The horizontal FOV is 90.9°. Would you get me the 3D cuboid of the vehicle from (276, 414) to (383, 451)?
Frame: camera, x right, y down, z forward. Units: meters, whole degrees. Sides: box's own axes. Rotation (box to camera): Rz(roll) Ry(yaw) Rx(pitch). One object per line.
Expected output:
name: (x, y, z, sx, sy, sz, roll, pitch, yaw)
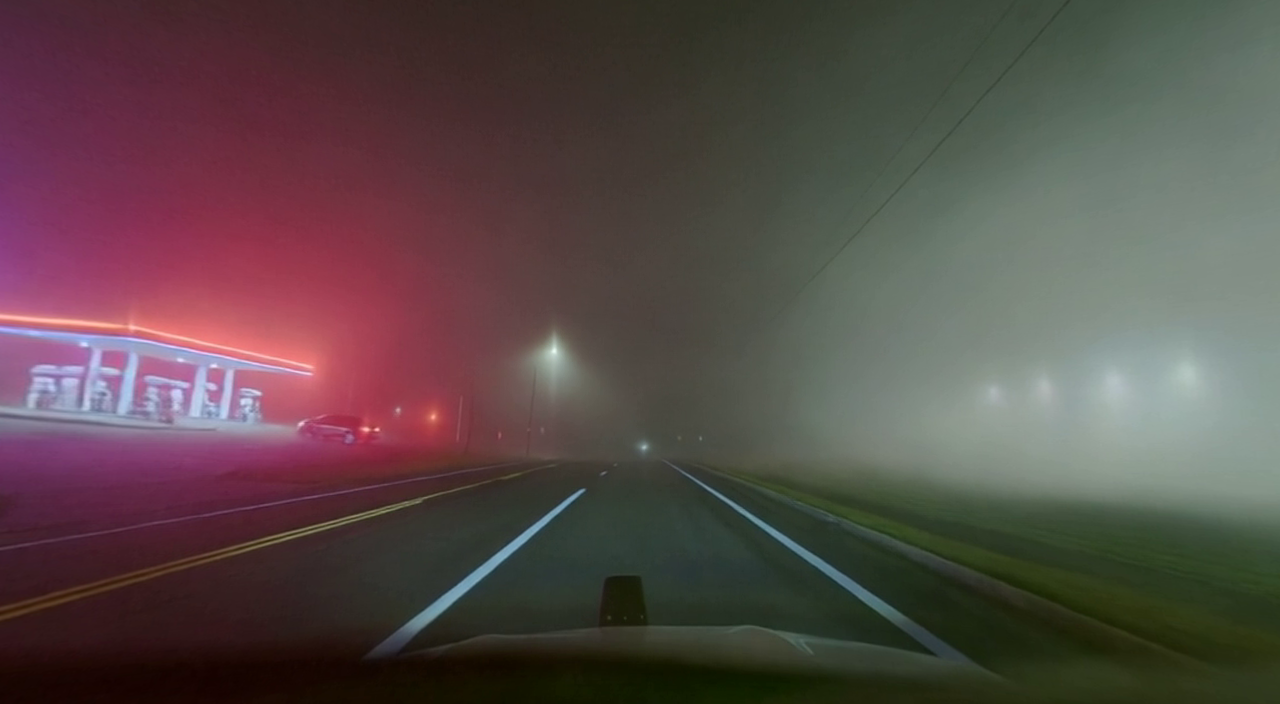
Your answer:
vehicle: (-22.477, 5.852, 45.777, 6.311, 2.571, 3.118, -2, -7, 12)
